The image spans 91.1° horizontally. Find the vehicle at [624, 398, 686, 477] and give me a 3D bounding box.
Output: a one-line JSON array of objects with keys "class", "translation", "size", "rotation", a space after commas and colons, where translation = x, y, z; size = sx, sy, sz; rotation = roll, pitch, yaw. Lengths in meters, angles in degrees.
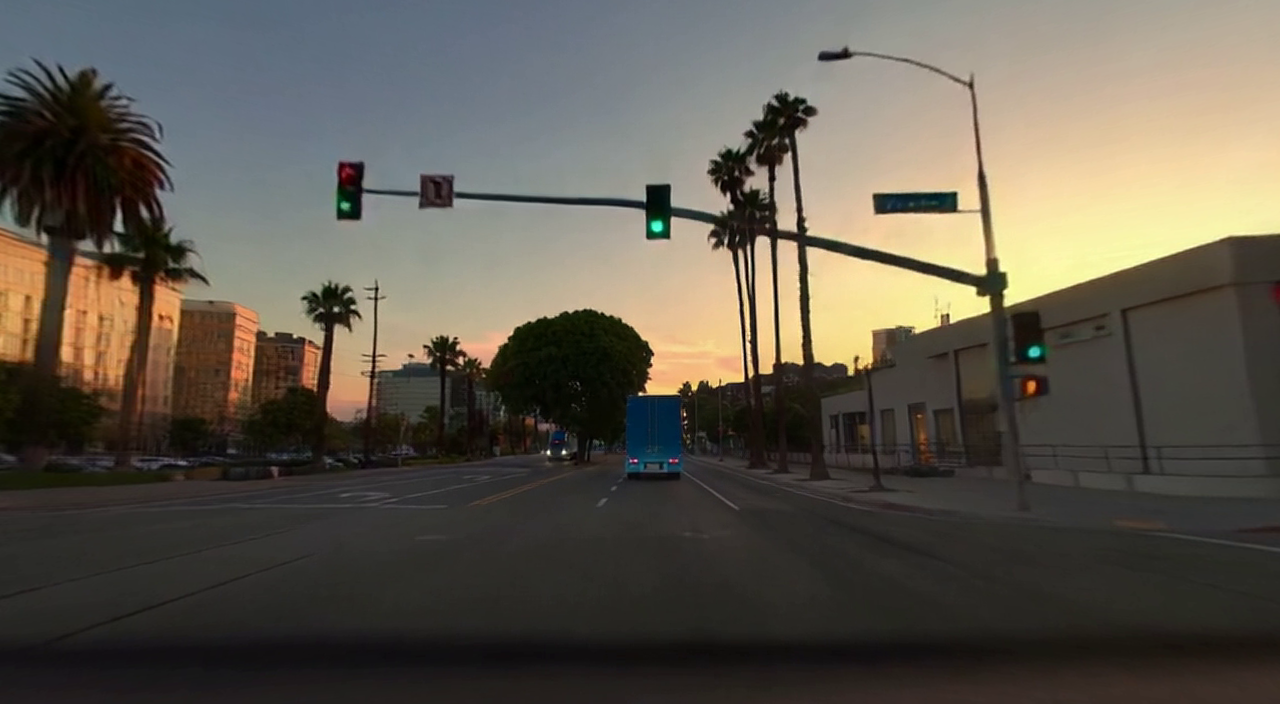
[{"class": "vehicle", "translation": [0.613, 5.214, 37.703], "size": [2.992, 3.949, 11.815], "rotation": [0, -9, -2]}]

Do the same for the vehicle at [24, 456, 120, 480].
[{"class": "vehicle", "translation": [-36.358, 7.430, 40.249], "size": [4.392, 1.472, 1.854], "rotation": [0, -9, 2]}]
